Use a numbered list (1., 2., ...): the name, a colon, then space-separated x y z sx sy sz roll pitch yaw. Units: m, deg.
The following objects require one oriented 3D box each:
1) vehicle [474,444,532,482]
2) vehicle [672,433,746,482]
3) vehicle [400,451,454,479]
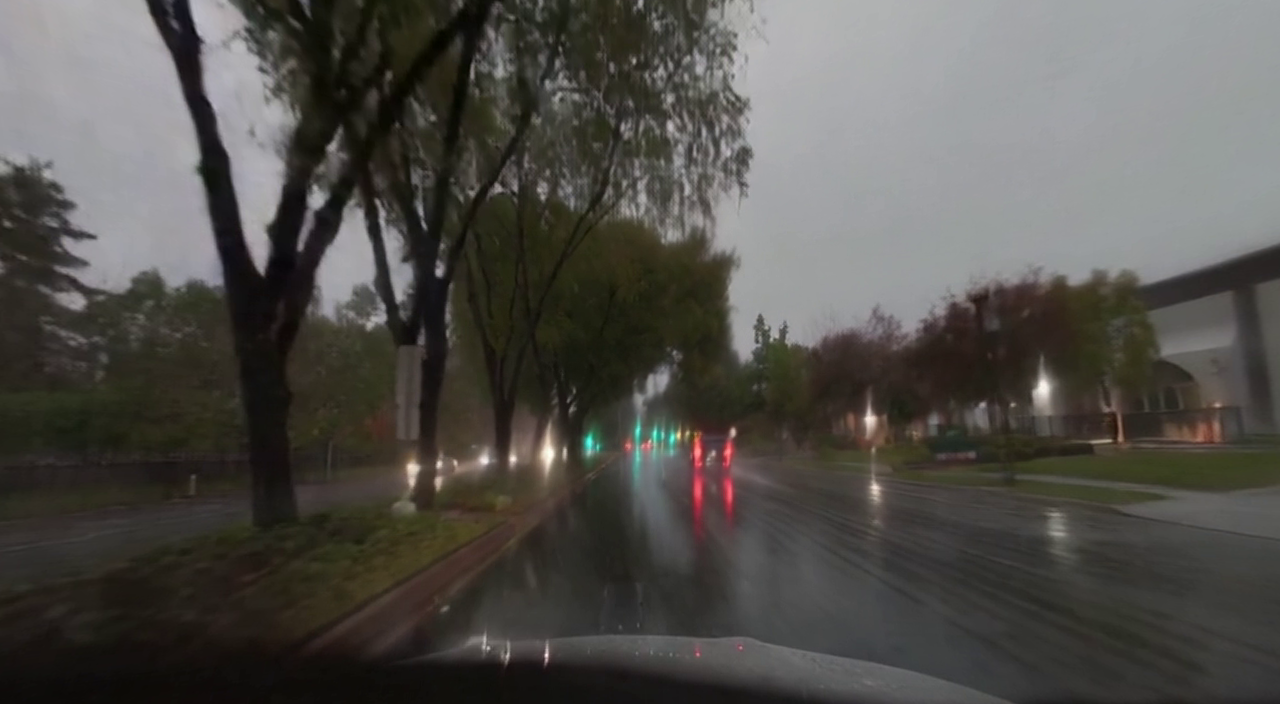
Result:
1. vehicle: -6.454 5.259 30.184 1.900 1.671 4.217 0 -9 -1
2. vehicle: 2.607 4.173 25.174 2.240 1.740 4.605 0 -9 -2
3. vehicle: -12.723 6.736 38.001 1.859 1.569 4.166 0 -9 0
